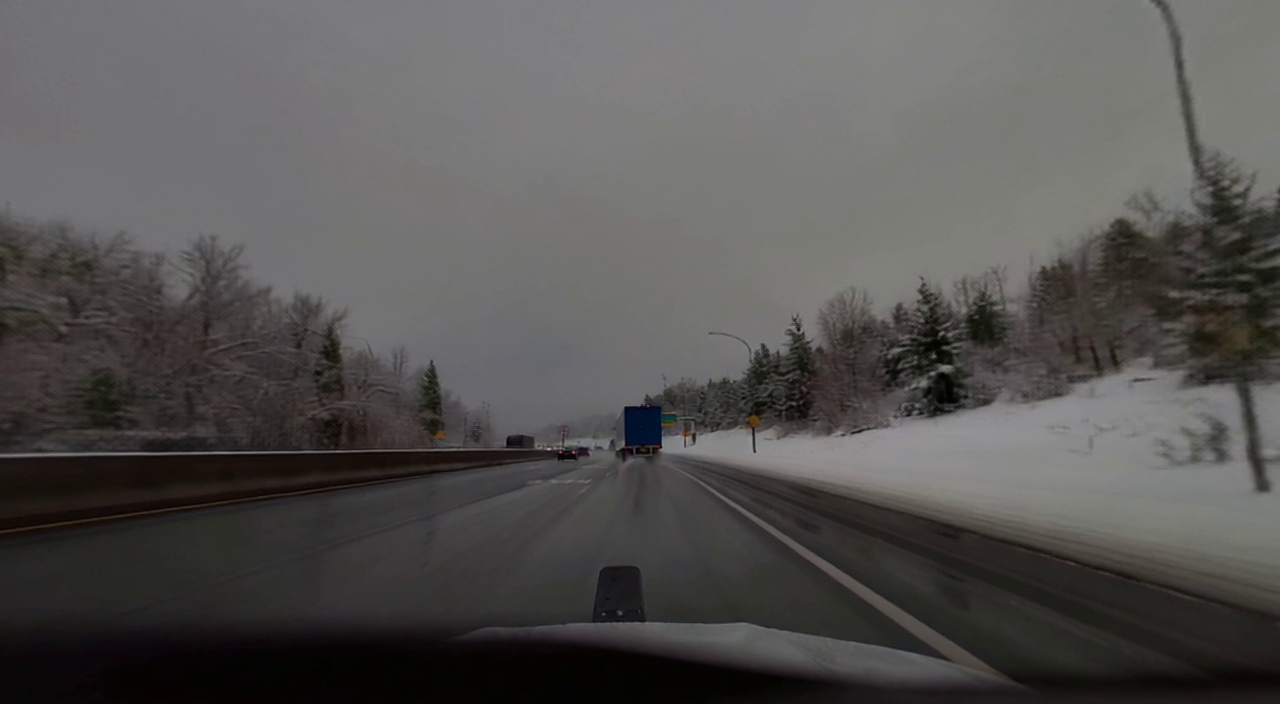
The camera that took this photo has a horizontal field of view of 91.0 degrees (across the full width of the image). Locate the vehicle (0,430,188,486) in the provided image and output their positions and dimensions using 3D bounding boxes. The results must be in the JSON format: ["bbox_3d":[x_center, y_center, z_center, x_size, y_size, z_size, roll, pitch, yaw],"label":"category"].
[{"bbox_3d":[-16.828,3.296,19.783,1.878,1.537,4.489,0,-9,0],"label":"vehicle"}]
